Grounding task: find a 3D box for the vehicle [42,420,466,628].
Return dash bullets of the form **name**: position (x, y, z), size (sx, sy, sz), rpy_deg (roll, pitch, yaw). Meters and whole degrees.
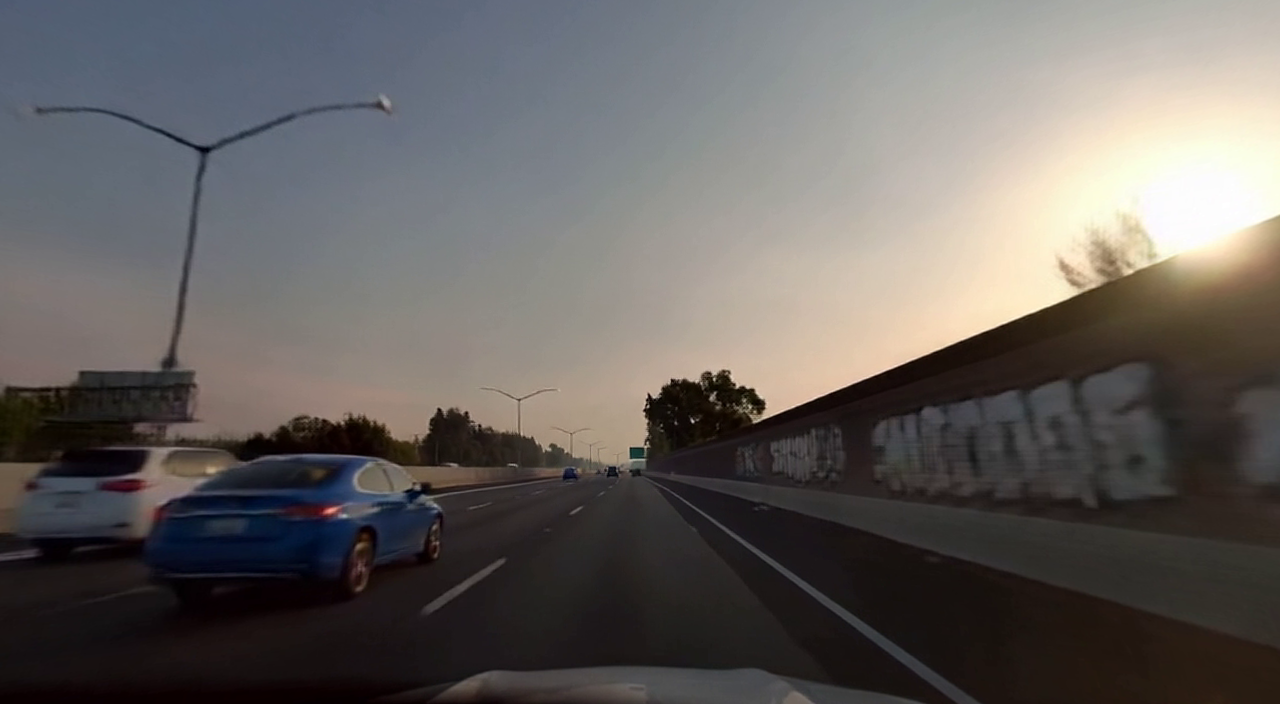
- **vehicle**: position (-3.846, 1.844, 7.562), size (2.173, 1.696, 4.462), rpy_deg (1, -10, 1)
